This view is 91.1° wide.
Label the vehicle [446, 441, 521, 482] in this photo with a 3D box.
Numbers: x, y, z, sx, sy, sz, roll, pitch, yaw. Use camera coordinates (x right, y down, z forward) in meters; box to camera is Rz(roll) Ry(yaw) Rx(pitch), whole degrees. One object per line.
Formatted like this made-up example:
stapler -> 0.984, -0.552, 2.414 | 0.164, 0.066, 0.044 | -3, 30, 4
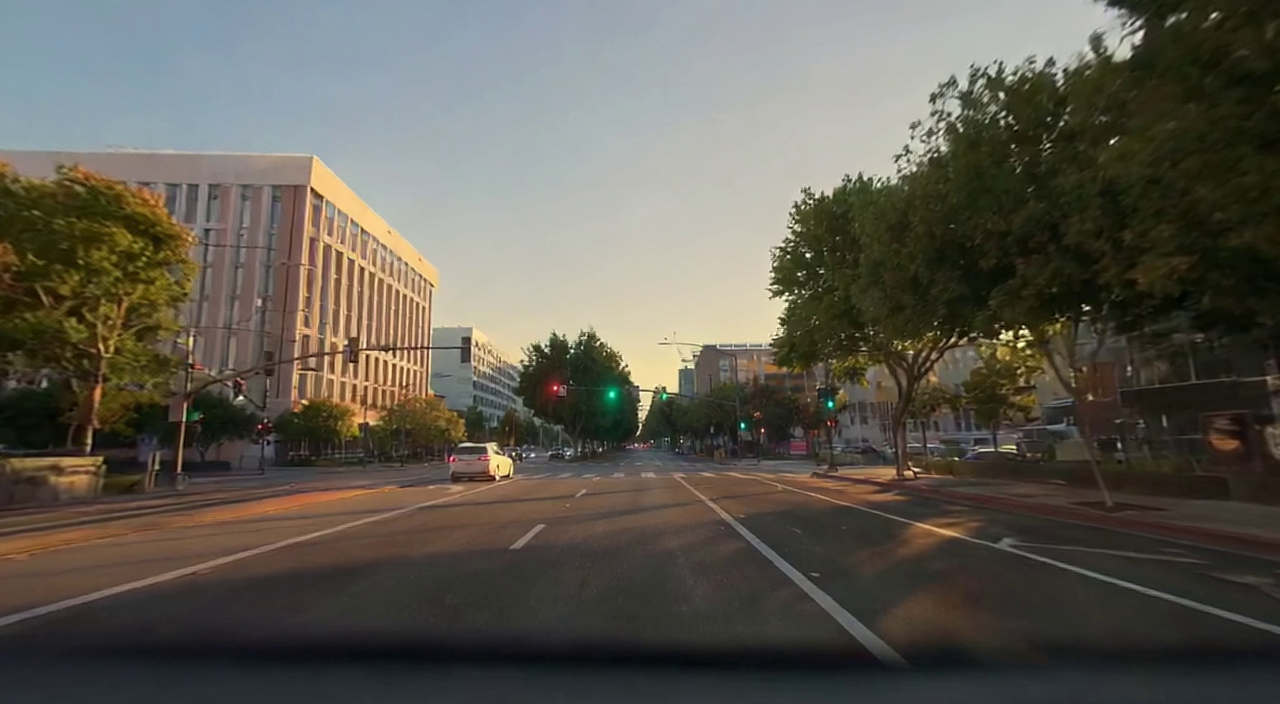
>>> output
vehicle -> -6.446, 4.553, 26.447 | 1.876, 1.570, 4.980 | 0, -9, 0
